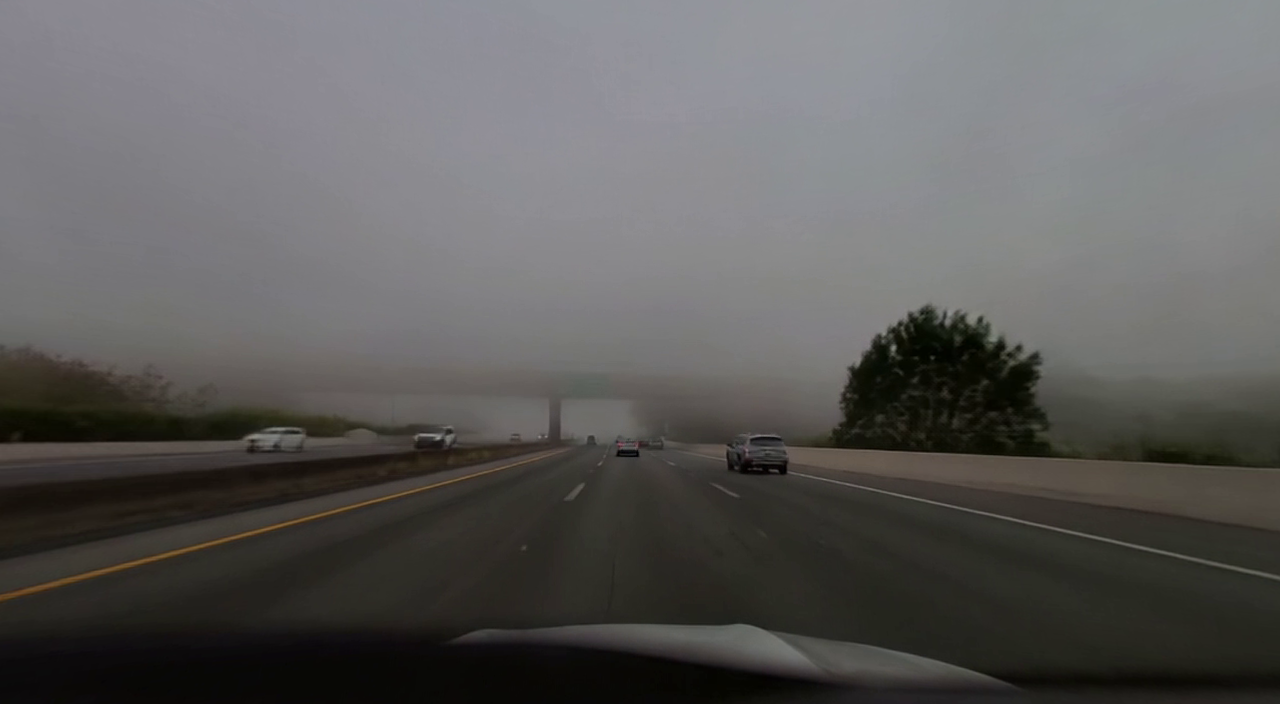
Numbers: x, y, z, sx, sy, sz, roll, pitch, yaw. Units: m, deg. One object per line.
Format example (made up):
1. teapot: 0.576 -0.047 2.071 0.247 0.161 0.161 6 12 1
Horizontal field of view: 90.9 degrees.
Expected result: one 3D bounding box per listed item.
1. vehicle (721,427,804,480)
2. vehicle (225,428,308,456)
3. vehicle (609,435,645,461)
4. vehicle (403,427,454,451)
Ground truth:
1. vehicle: 3.990 3.354 21.179 1.892 1.600 3.782 0 -8 -2
2. vehicle: -21.106 5.091 35.840 1.901 1.483 4.704 0 -8 -1
3. vehicle: -0.789 5.577 36.887 1.987 1.440 3.565 0 -8 -2
4. vehicle: -15.314 6.332 45.951 2.006 1.695 4.824 0 -8 0
